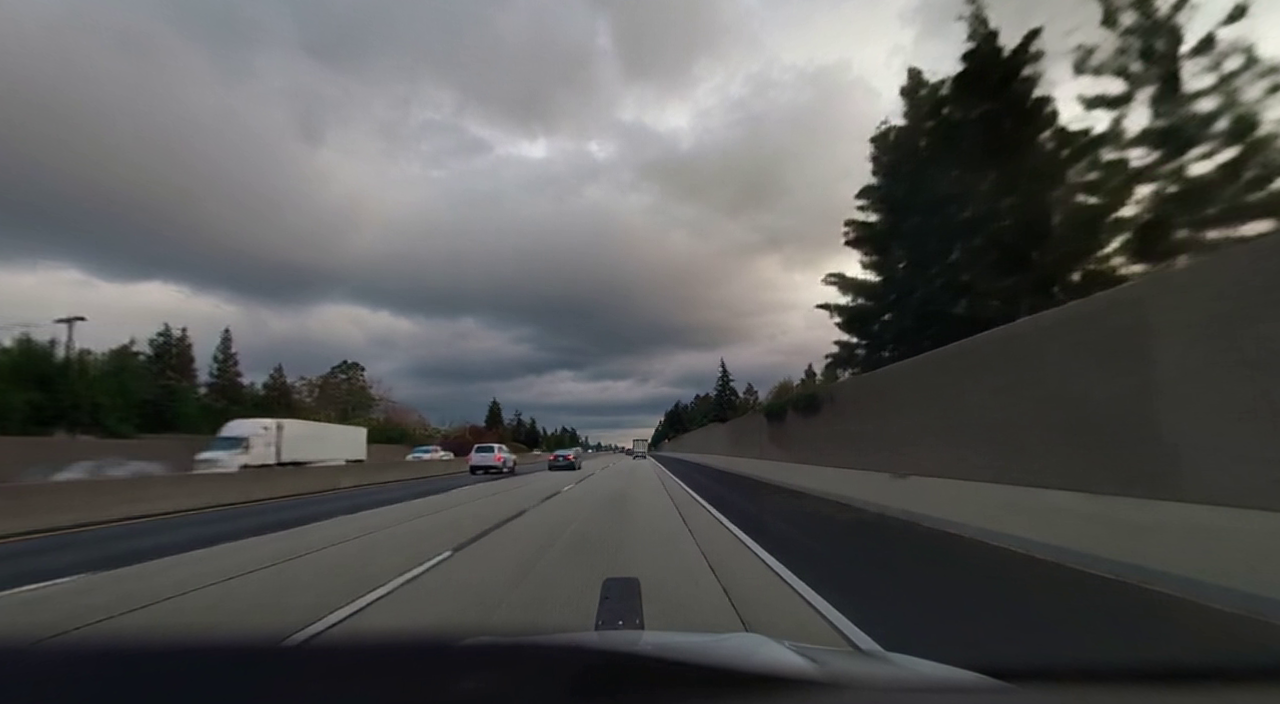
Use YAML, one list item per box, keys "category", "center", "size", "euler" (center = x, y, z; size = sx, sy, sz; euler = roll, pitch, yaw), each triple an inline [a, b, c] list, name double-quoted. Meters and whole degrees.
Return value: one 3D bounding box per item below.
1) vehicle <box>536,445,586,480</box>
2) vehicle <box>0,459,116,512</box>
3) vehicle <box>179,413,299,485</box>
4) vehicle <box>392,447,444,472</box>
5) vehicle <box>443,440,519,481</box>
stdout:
- category: "vehicle"
  center: [-3.705, 5.239, 30.152]
  size: [1.893, 1.521, 3.742]
  euler: [0, -9, 0]
- category: "vehicle"
  center: [-19.697, 4.241, 20.311]
  size: [1.803, 1.474, 4.460]
  euler: [0, -9, 0]
- category: "vehicle"
  center: [-23.686, 5.776, 37.772]
  size: [3.078, 3.930, 5.988]
  euler: [0, -9, 0]
- category: "vehicle"
  center: [-16.512, 8.013, 47.197]
  size: [2.032, 1.783, 4.980]
  euler: [0, -9, 1]
- category: "vehicle"
  center: [-7.197, 4.989, 29.181]
  size: [2.173, 1.722, 4.869]
  euler: [0, -9, 1]
